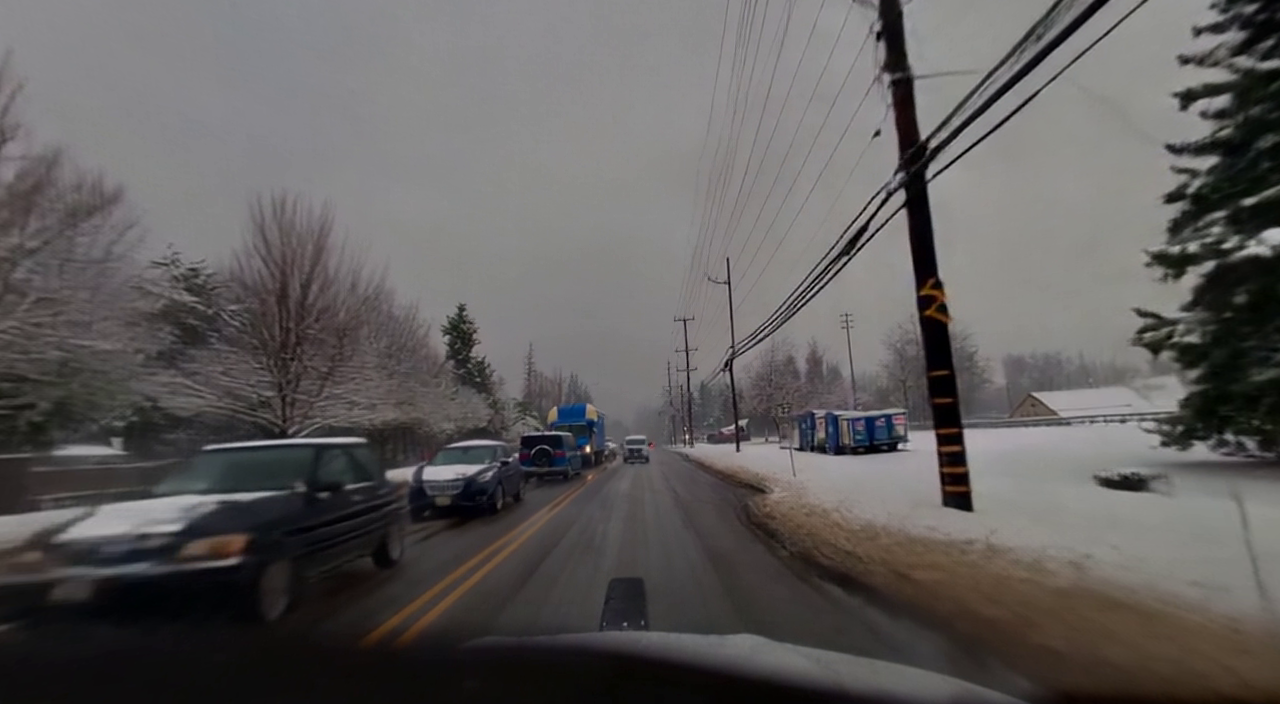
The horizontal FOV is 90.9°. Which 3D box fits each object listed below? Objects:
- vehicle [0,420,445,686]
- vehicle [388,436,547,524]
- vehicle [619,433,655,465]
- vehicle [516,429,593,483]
[{"bbox_3d":[-3.549,1.480,5.914,1.972,1.486,4.547,0,-8,0],"label":"vehicle"},{"bbox_3d":[-3.252,2.506,12.960,1.966,1.466,4.473,0,-8,0],"label":"vehicle"},{"bbox_3d":[-0.190,6.065,39.463,2.117,1.861,4.095,0,-8,0],"label":"vehicle"},{"bbox_3d":[-3.139,3.961,24.282,2.187,1.821,4.748,0,-8,2],"label":"vehicle"}]
